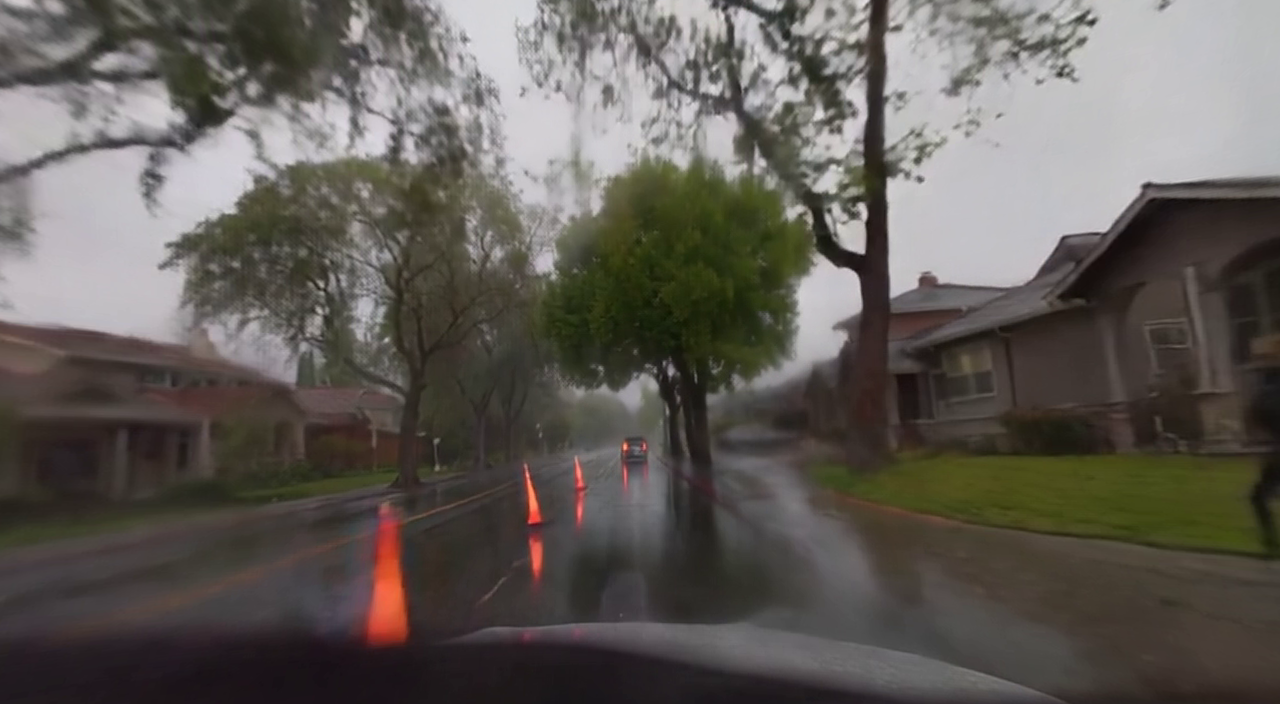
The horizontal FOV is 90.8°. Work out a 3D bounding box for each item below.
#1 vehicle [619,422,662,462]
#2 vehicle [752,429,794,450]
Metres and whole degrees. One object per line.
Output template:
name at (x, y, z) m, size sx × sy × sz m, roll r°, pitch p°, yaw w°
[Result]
vehicle at (-0.063, 4.996, 34.998) m, size 2.169 × 2.015 × 5.206 m, roll 0°, pitch -8°, yaw -2°
vehicle at (10.180, 6.748, 48.568) m, size 1.698 × 1.548 × 2.969 m, roll 3°, pitch -9°, yaw -23°
